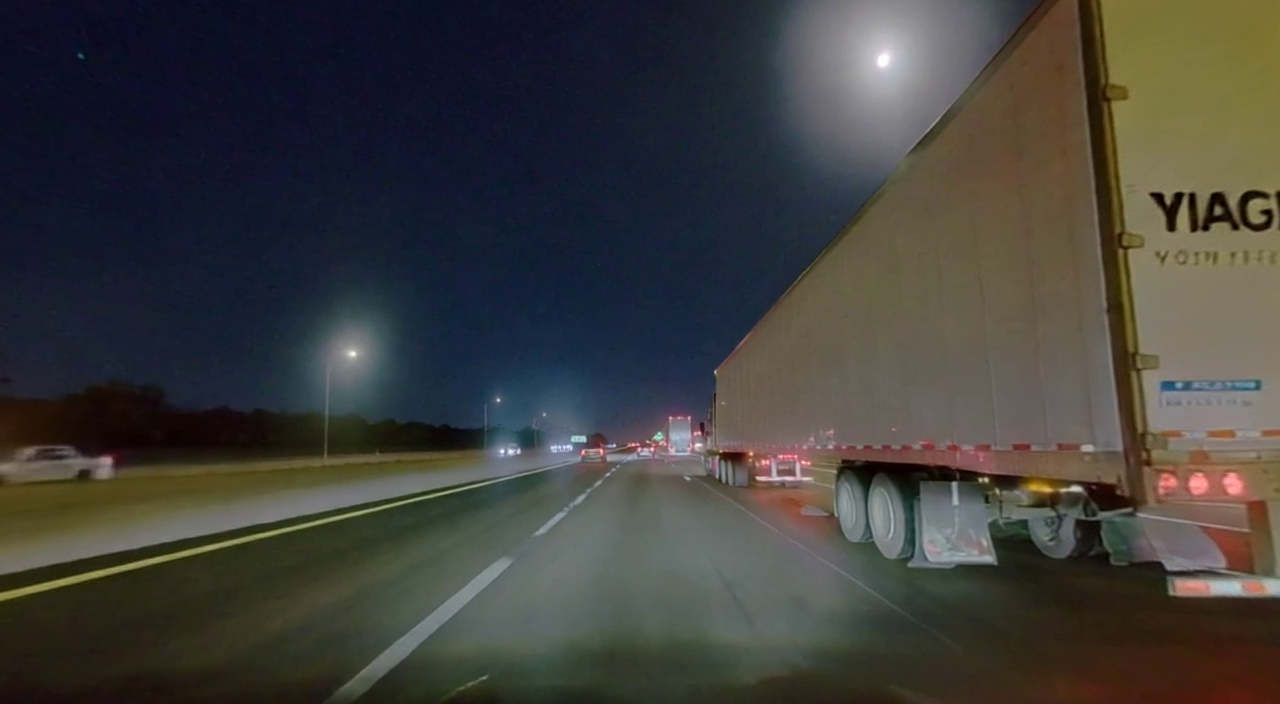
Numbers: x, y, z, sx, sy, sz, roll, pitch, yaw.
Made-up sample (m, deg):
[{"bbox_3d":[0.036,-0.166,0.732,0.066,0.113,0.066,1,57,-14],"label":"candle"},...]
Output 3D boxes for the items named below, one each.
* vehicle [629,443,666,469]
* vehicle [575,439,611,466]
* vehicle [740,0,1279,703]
[{"bbox_3d":[0.438,6.144,37.393,2.063,1.469,4.208,0,-9,0],"label":"vehicle"},{"bbox_3d":[-3.153,6.862,42.988,2.058,1.711,4.226,-1,-9,1],"label":"vehicle"},{"bbox_3d":[3.921,0.583,9.387,2.821,4.077,12.562,0,-9,0],"label":"vehicle"}]
